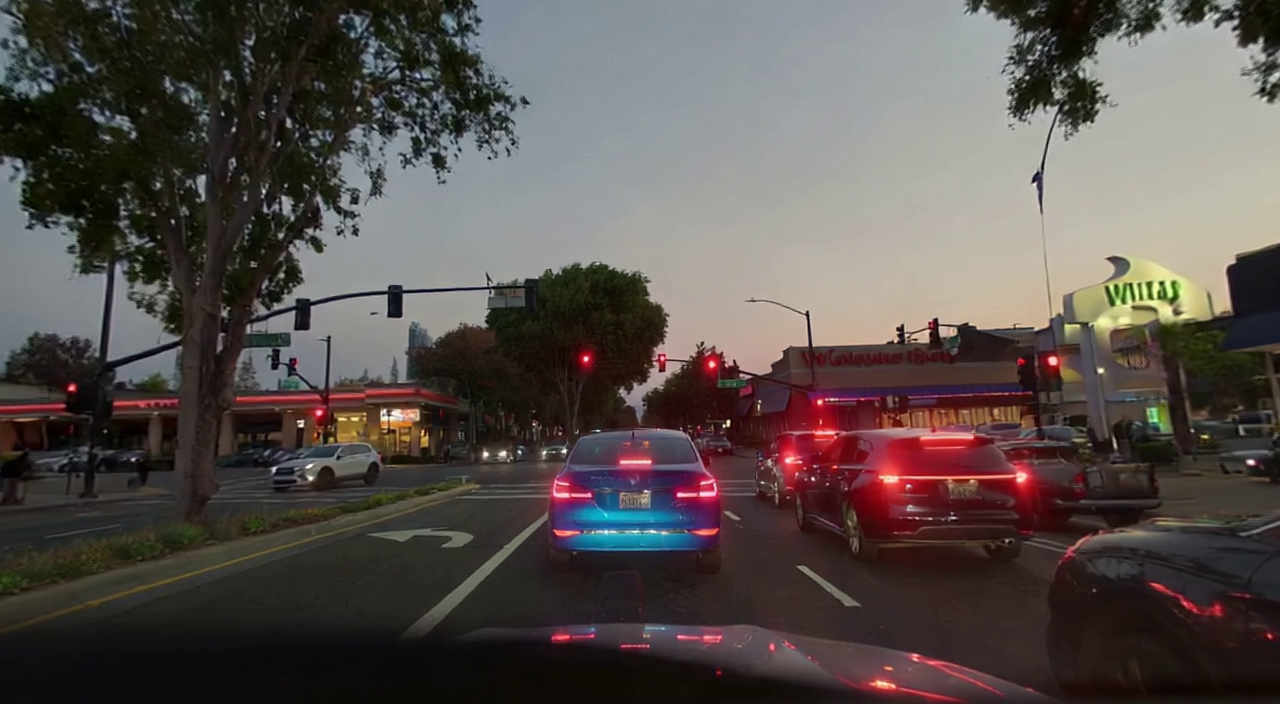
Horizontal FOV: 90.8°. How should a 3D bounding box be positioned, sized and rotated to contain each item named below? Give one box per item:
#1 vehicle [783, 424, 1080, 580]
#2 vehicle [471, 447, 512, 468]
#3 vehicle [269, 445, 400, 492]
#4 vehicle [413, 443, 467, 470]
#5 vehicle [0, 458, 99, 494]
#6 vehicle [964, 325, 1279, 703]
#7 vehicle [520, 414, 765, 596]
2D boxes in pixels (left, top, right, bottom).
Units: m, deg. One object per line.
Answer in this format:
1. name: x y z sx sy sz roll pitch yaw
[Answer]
1. vehicle: 3.321 1.779 8.294 1.865 1.496 4.170 0 -9 0
2. vehicle: -11.268 7.999 48.240 2.099 1.478 4.411 0 -9 0
3. vehicle: -11.695 4.405 24.219 4.265 1.604 2.269 4 -10 -29
4. vehicle: -15.087 7.886 48.054 2.395 1.903 4.860 -1 -9 1
5. vehicle: -27.204 5.493 28.073 4.285 1.427 1.883 3 -9 -23
6. vehicle: 2.987 0.695 1.541 2.075 1.661 4.401 0 -9 1
7. vehicle: 0.003 1.631 7.497 2.154 1.577 3.723 0 -9 -1
